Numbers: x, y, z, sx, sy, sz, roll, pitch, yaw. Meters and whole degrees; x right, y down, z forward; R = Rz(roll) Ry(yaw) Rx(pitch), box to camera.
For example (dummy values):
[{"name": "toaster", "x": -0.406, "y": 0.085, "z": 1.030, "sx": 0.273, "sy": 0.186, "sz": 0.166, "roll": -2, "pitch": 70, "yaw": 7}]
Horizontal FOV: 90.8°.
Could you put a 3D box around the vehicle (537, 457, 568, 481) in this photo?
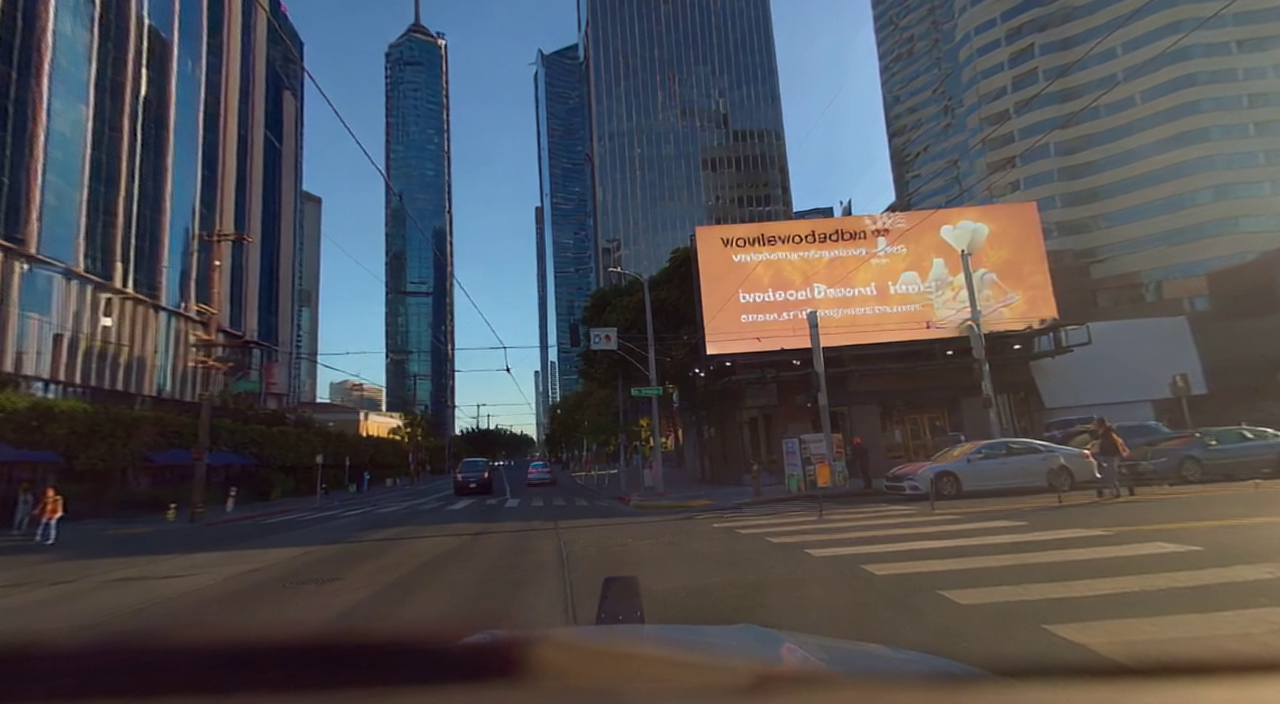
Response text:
[{"name": "vehicle", "x": -5.935, "y": 7.990, "z": 43.315, "sx": 1.797, "sy": 1.490, "sz": 4.549, "roll": 0, "pitch": -9, "yaw": -4}]

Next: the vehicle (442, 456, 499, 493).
[{"name": "vehicle", "x": -9.306, "y": 6.718, "z": 35.075, "sx": 2.121, "sy": 1.792, "sz": 4.510, "roll": 0, "pitch": -9, "yaw": -3}]

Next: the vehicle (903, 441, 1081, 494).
[{"name": "vehicle", "x": 10.958, "y": 3.586, "z": 19.844, "sx": 4.697, "sy": 1.510, "sz": 1.596, "roll": 0, "pitch": -9, "yaw": -6}]

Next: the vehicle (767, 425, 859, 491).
[{"name": "vehicle", "x": 6.898, "y": 4.225, "z": 25.817, "sx": 2.316, "sy": 2.425, "sz": 4.466, "roll": 1, "pitch": -7, "yaw": -3}]

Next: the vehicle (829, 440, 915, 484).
[{"name": "vehicle", "x": 9.459, "y": 4.548, "z": 26.123, "sx": 1.856, "sy": 1.627, "sz": 4.098, "roll": 1, "pitch": -10, "yaw": -2}]

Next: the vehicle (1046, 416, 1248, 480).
[{"name": "vehicle", "x": 16.311, "y": 3.119, "z": 20.494, "sx": 4.944, "sy": 1.946, "sz": 1.952, "roll": 1, "pitch": -8, "yaw": -4}]
